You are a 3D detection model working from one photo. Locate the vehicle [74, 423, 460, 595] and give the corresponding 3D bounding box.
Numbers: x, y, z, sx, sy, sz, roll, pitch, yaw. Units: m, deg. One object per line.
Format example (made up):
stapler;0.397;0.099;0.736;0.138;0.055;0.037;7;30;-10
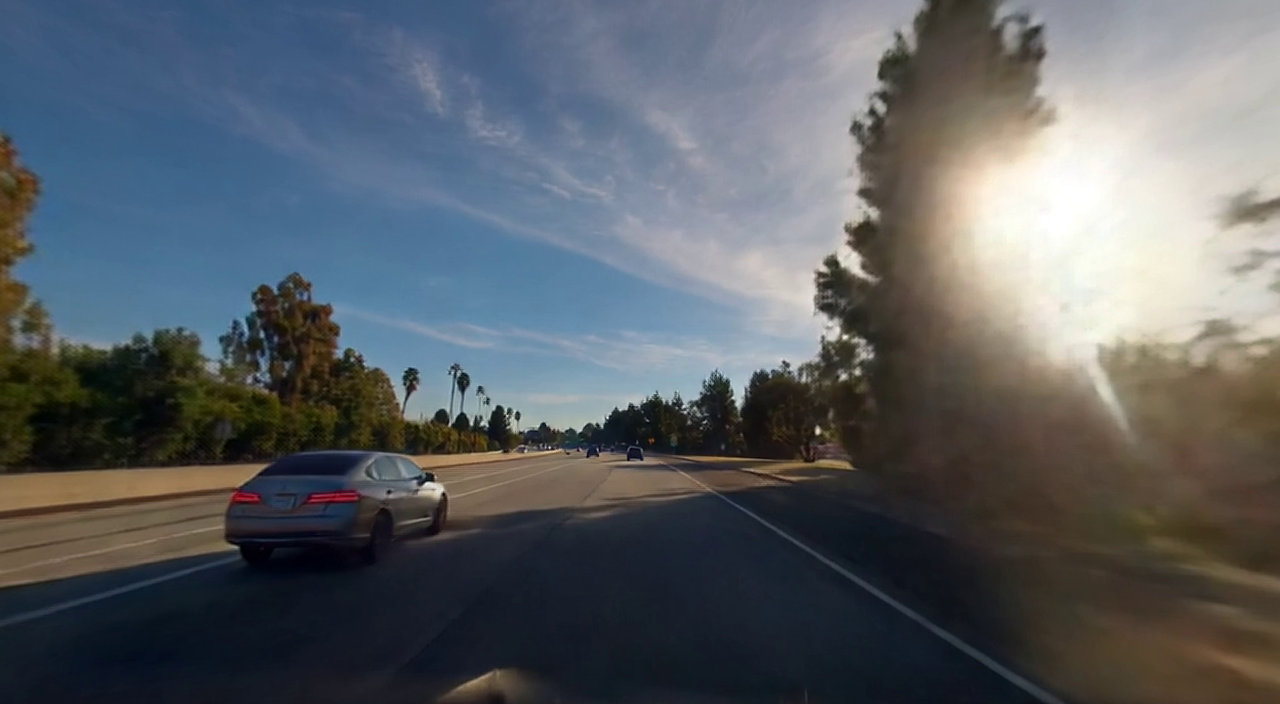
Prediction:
vehicle;-4.113;1.789;8.189;2.092;1.562;4.748;0;-8;0
